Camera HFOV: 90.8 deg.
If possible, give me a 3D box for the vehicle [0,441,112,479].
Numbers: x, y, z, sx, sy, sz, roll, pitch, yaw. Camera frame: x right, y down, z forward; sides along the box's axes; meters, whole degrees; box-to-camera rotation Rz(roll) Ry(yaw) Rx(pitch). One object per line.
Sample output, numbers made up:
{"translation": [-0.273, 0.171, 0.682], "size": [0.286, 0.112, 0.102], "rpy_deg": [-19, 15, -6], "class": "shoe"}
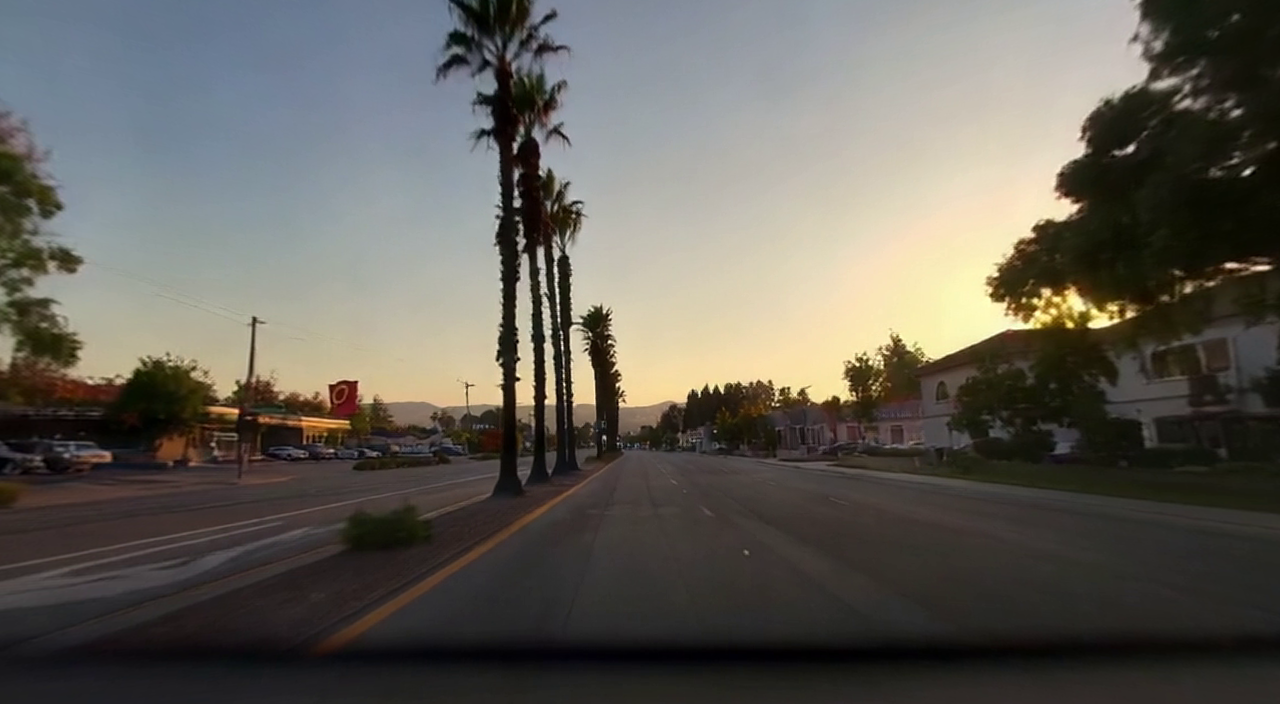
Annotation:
{"translation": [-31.816, 5.751, 33.777], "size": [5.196, 1.936, 2.247], "rpy_deg": [-1, -9, 3], "class": "vehicle"}
